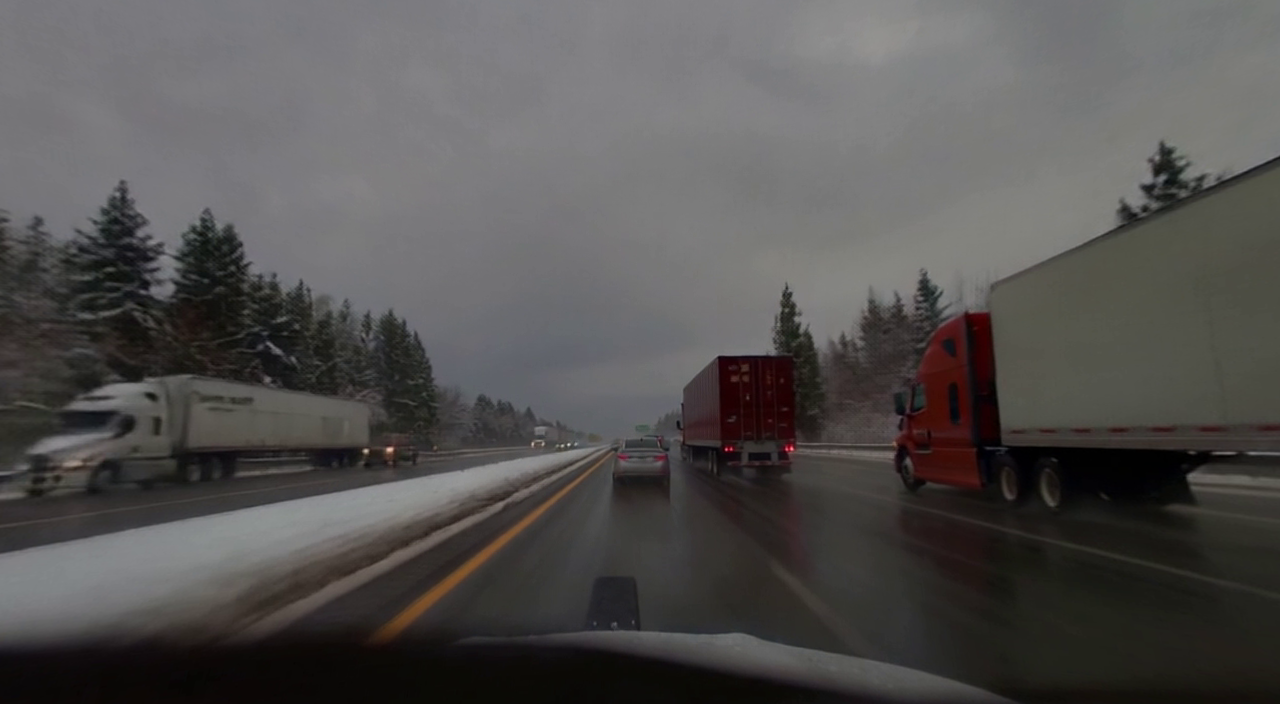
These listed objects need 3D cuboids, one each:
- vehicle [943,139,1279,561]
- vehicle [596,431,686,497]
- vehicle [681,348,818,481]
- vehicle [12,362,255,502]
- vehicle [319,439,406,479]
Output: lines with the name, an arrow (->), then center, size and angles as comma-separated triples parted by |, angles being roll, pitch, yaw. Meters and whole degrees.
vehicle -> 8.156, -0.078, 6.121 | 3.110, 4.308, 14.260 | 0, -8, -1
vehicle -> -0.029, 2.796, 16.224 | 2.038, 1.477, 3.773 | 0, -8, -2
vehicle -> 3.825, 2.853, 26.603 | 2.888, 4.099, 14.183 | 0, -8, -1
vehicle -> -16.468, 2.696, 21.276 | 2.903, 4.010, 6.212 | 0, -8, -1
vehicle -> -11.797, 4.545, 27.082 | 1.940, 1.540, 3.989 | 0, -8, 0
